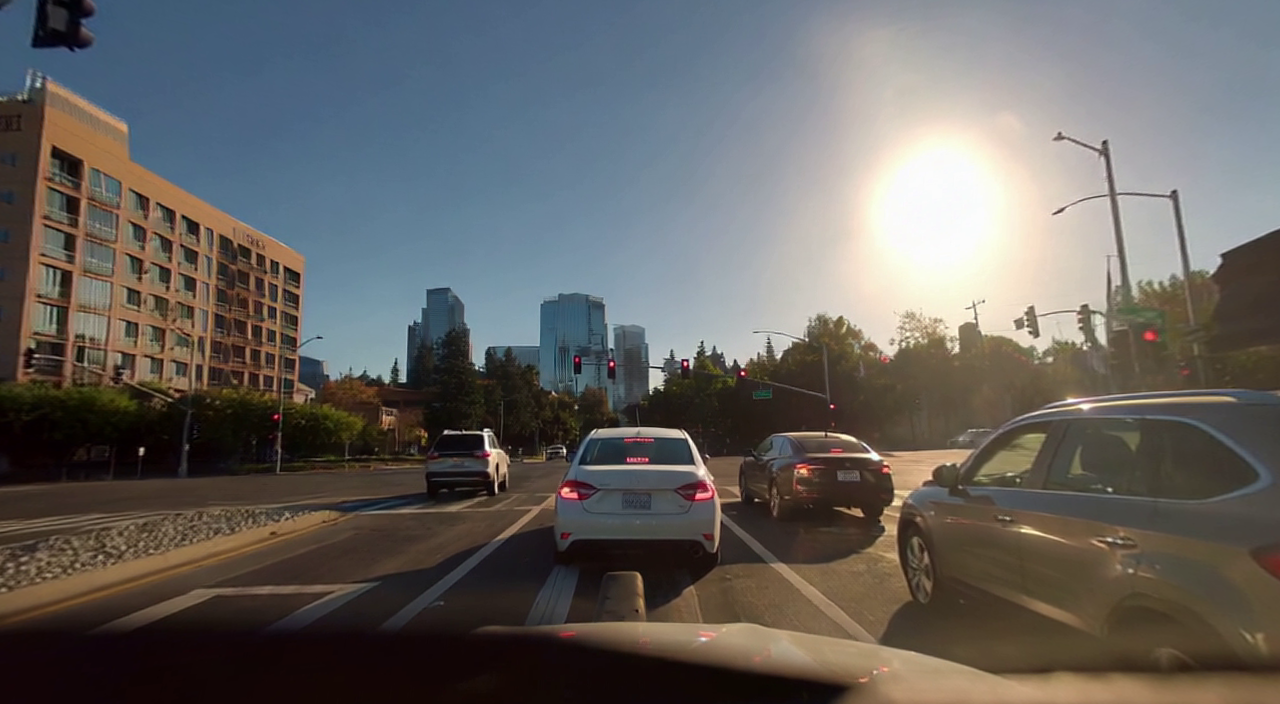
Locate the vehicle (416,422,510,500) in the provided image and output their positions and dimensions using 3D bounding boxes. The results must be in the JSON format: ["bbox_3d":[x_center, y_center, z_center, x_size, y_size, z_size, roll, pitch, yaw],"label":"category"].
[{"bbox_3d":[-4.692,2.943,17.387,2.021,1.837,4.448,1,-9,-10],"label":"vehicle"}]

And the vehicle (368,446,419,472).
[{"bbox_3d":[-18.763,8.138,48.362,2.026,1.836,4.726,0,-8,0],"label":"vehicle"}]

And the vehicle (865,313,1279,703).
[{"bbox_3d":[3.011,0.917,3.160,2.103,1.701,4.294,0,-8,-1],"label":"vehicle"}]

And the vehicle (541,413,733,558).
[{"bbox_3d":[-0.081,1.825,9.290,2.188,1.637,4.027,0,-8,-1],"label":"vehicle"}]

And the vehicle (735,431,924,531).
[{"bbox_3d":[3.162,2.252,11.669,2.001,1.463,4.398,0,-8,-2],"label":"vehicle"}]
